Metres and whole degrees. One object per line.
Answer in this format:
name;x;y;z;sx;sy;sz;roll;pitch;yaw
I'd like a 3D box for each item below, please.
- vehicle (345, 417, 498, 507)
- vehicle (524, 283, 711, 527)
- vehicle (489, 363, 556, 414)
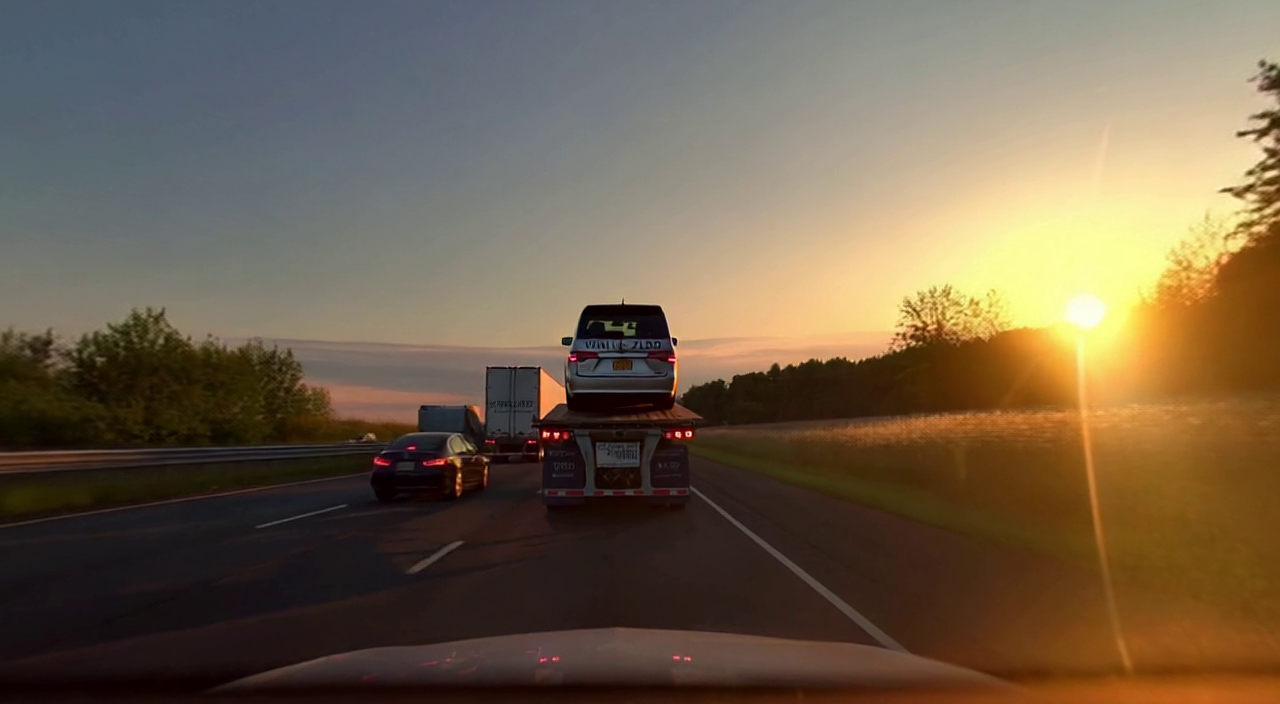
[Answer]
vehicle;-4.589;2.351;14.050;1.914;1.675;4.331;0;-7;-1
vehicle;-0.481;1.350;14.015;2.738;3.628;9.223;0;-7;-2
vehicle;-4.758;1.611;26.199;2.118;1.799;4.591;0;-7;-3
